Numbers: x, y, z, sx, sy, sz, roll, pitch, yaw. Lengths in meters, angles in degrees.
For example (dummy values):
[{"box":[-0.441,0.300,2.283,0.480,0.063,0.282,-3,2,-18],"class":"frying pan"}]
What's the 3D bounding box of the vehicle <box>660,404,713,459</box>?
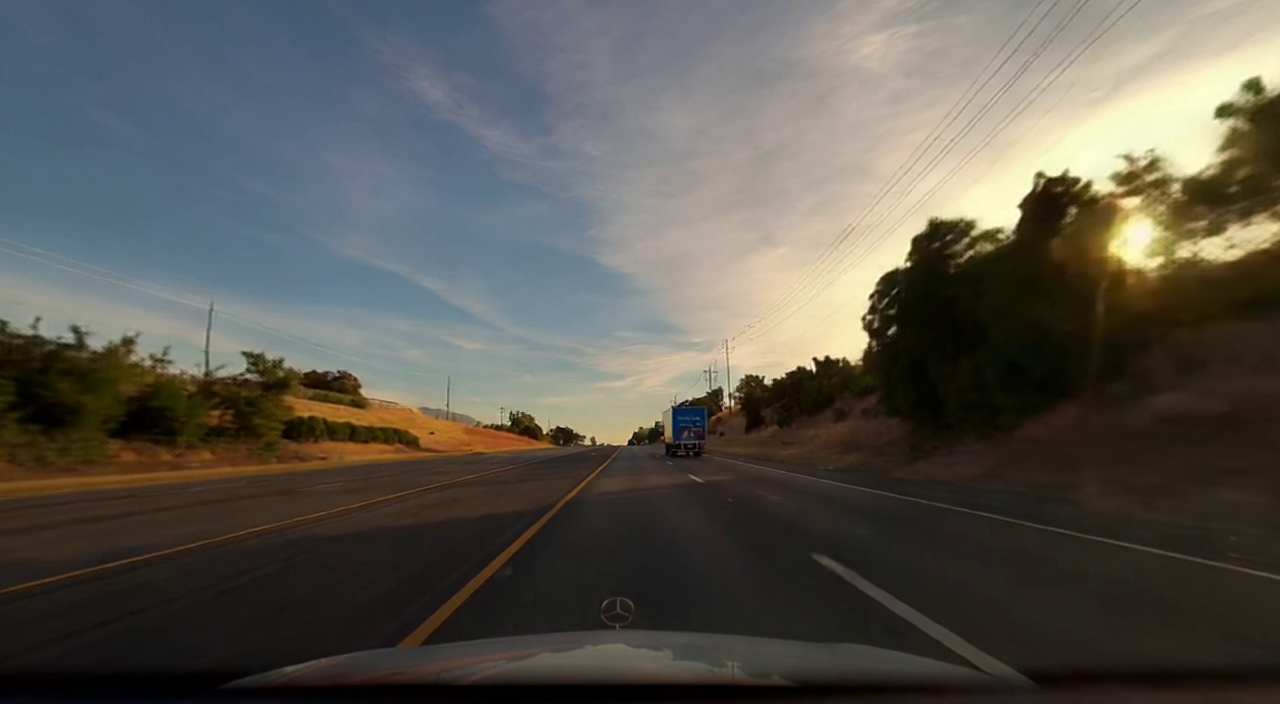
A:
[{"box":[3.282,5.997,46.891,3.037,3.672,9.136,0,-8,-1],"class":"vehicle"}]
